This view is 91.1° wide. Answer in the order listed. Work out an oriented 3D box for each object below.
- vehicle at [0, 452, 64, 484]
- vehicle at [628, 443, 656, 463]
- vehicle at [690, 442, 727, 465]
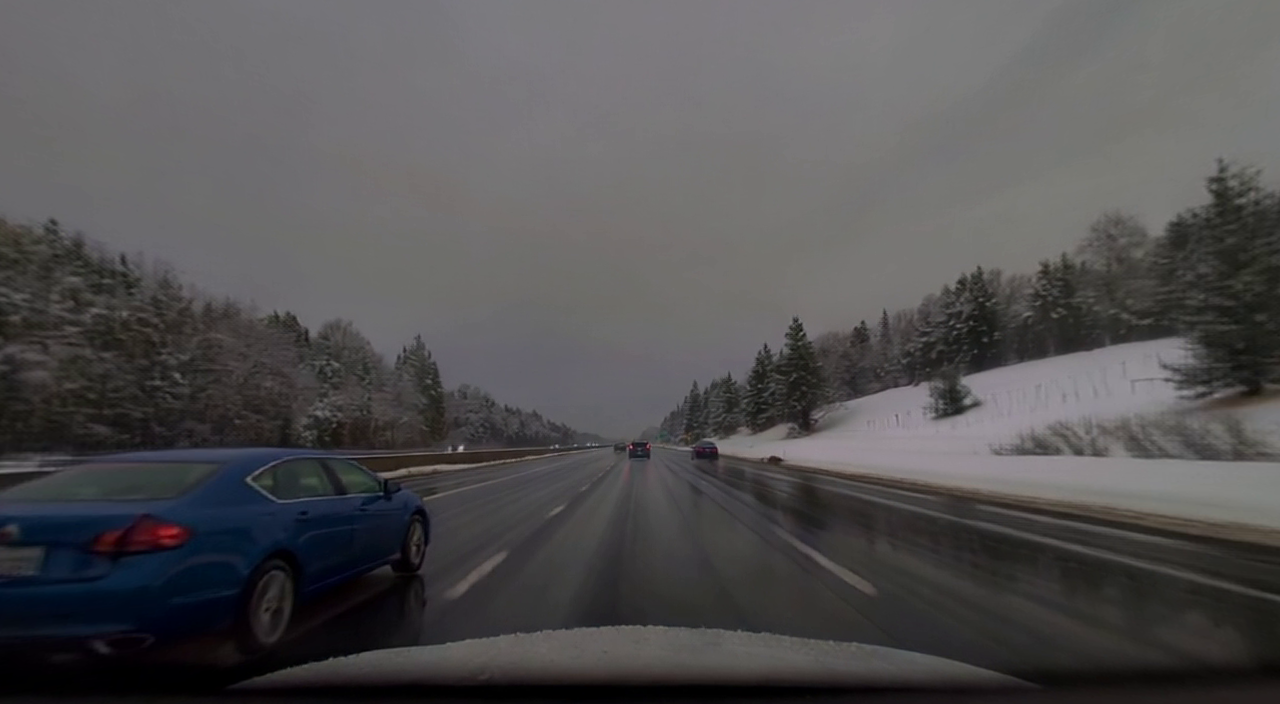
[{"bbox_3d":[-32.903,5.955,32.363,1.846,1.532,4.728,0,-8,1],"label":"vehicle"},{"bbox_3d":[0.131,7.587,47.326,2.052,1.449,3.857,0,-8,0],"label":"vehicle"},{"bbox_3d":[4.708,7.101,44.005,2.008,1.524,4.598,0,-8,-1],"label":"vehicle"}]
